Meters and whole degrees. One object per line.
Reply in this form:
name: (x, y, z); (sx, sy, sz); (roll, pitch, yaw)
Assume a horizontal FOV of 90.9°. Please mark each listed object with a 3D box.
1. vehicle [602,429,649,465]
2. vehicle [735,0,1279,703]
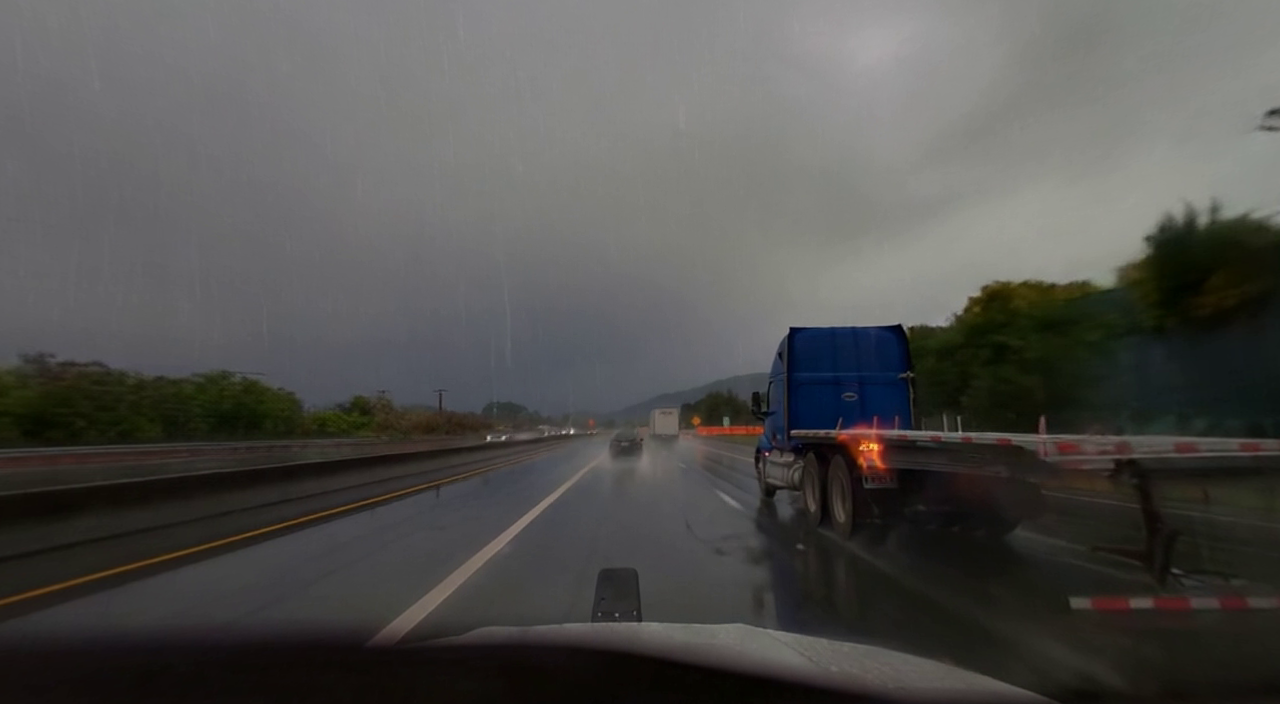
vehicle: (-0.647, 4.172, 27.989); (1.929, 1.469, 3.677); (0, -8, -1)
vehicle: (3.676, 0.478, 7.932); (2.919, 3.634, 10.888); (0, -8, -2)
